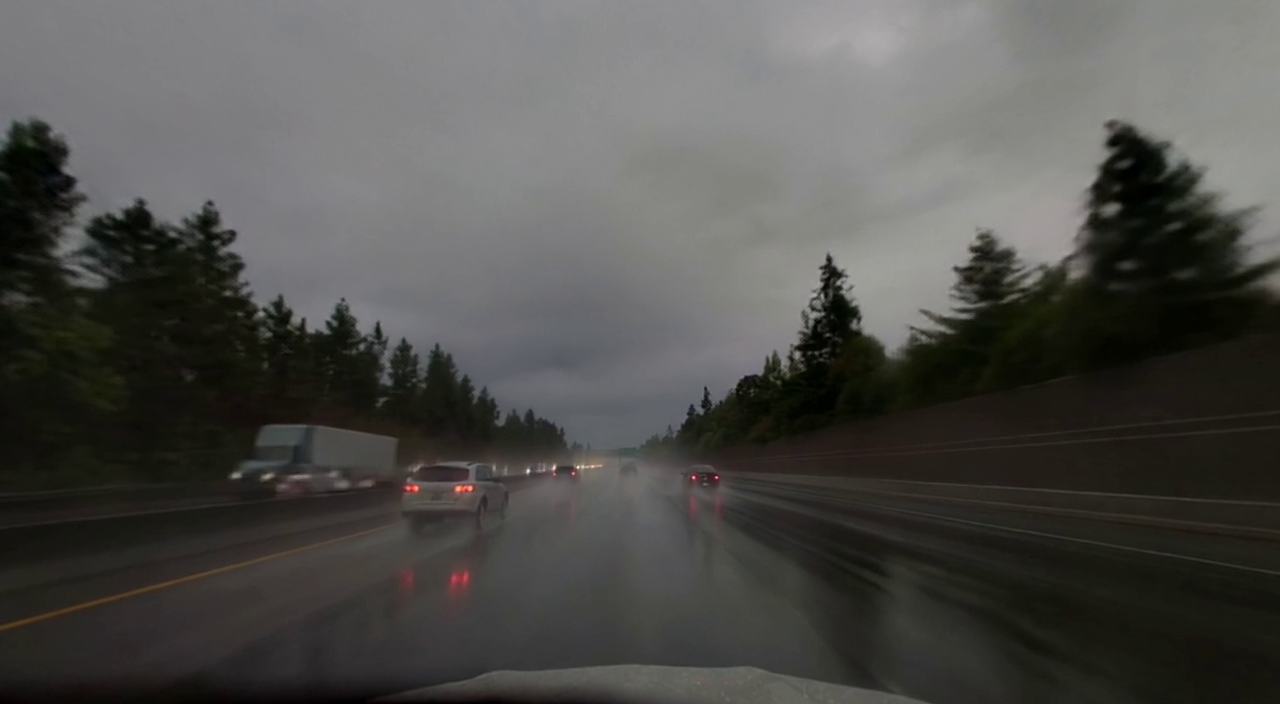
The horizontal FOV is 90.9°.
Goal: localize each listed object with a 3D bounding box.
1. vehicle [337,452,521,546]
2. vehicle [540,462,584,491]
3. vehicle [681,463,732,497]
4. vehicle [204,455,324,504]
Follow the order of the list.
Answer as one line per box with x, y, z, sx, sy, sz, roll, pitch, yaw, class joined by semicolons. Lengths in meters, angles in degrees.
-3.826;2.804;12.527;2.004;1.468;4.812;1;-11;0;vehicle
-4.259;6.912;35.039;2.000;1.484;3.995;1;-11;-1;vehicle
3.193;6.292;31.100;1.981;1.516;4.109;1;-11;-2;vehicle
-16.119;5.502;27.406;2.185;1.883;4.837;1;-11;0;vehicle
